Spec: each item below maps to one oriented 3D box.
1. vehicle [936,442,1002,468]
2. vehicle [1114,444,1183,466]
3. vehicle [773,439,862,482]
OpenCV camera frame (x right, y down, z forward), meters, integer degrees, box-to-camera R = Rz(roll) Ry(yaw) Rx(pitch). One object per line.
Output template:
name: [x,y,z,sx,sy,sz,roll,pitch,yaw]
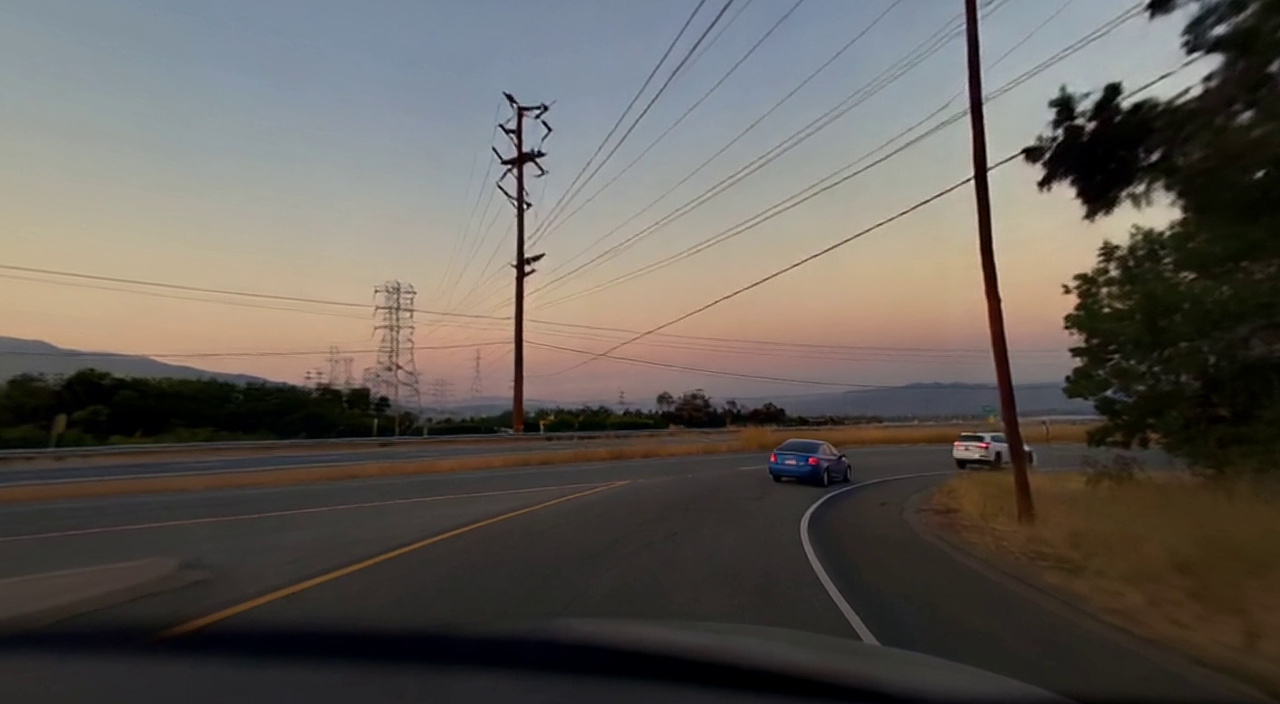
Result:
vehicle: [20.342,6.322,38.915,4.307,1.465,1.836,6,-11,-37]
vehicle: [37.979,7.683,47.076,4.102,1.552,1.931,2,-9,-17]
vehicle: [6.595,3.929,23.128,2.026,1.407,4.374,-6,-10,30]
